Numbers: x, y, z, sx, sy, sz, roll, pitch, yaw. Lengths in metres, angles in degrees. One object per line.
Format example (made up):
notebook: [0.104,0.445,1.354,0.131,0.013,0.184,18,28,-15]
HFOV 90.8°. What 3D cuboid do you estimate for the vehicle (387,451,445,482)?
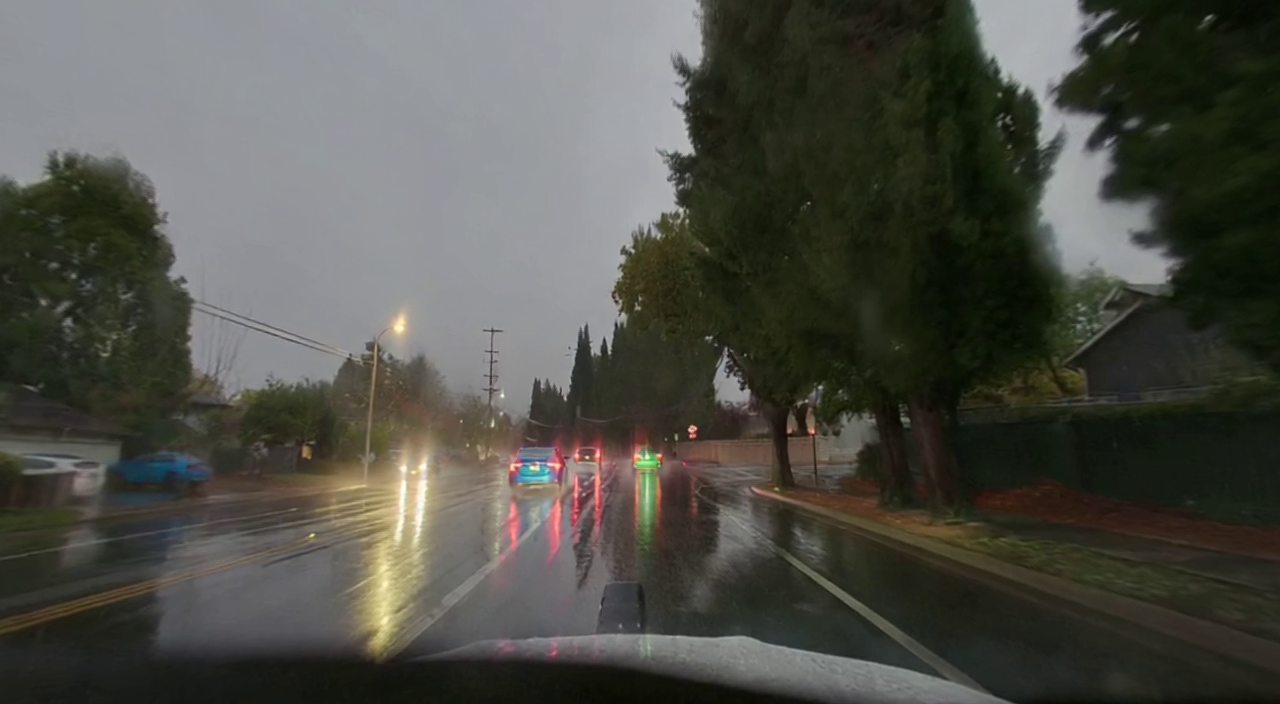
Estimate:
vehicle: [-14.364,7.334,40.797,2.083,1.817,4.532,0,-9,-1]

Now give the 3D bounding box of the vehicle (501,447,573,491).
vehicle: [-3.621,4.161,22.923,1.913,1.425,4.235,0,-9,0]

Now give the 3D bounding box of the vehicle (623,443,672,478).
vehicle: [0.297,5.139,30.167,2.168,1.504,4.284,0,-9,-1]

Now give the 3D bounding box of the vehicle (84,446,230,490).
vehicle: [-22.055,5.283,29.011,4.898,1.916,2.192,0,-9,3]

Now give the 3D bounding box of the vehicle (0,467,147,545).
vehicle: [-13.967,3.423,14.348,1.814,1.466,4.690,0,-9,-1]
